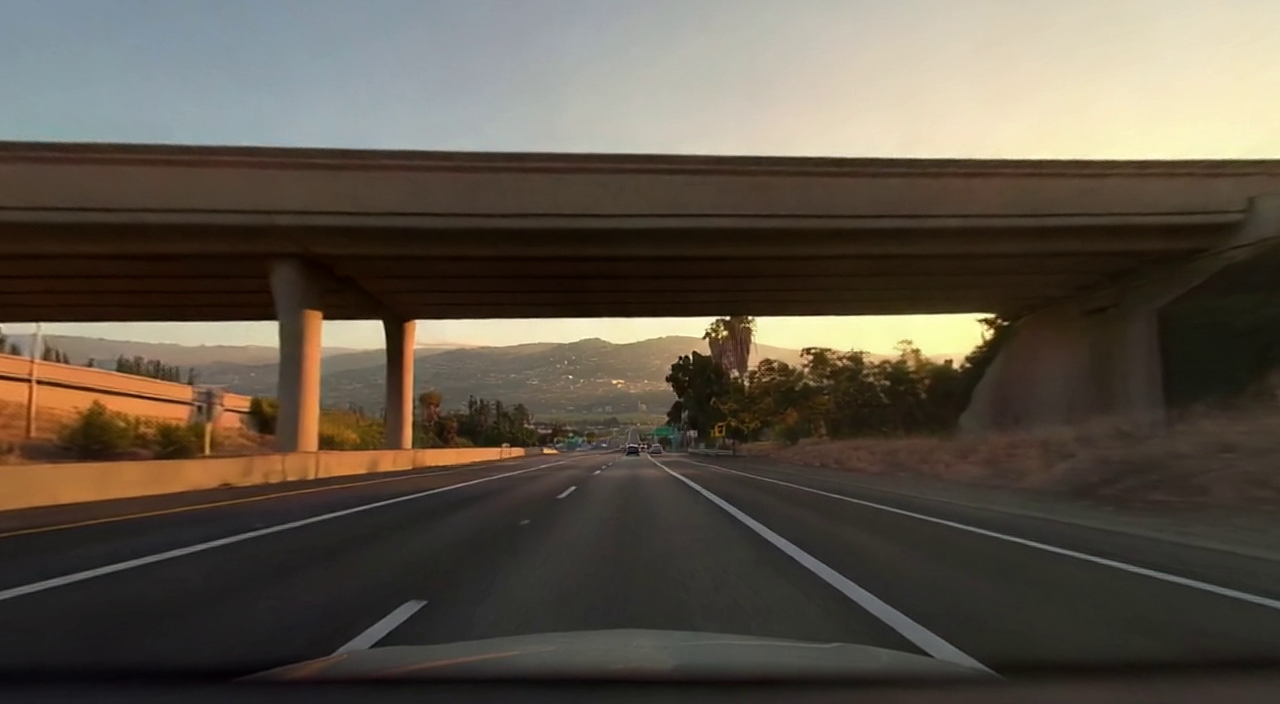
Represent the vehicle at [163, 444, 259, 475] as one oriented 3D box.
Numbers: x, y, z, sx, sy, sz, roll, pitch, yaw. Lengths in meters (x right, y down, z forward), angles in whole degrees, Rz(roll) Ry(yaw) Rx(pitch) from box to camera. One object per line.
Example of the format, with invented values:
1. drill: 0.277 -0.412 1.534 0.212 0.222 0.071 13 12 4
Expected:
1. vehicle: -24.770 6.197 36.739 1.935 1.653 5.201 0 -8 0
